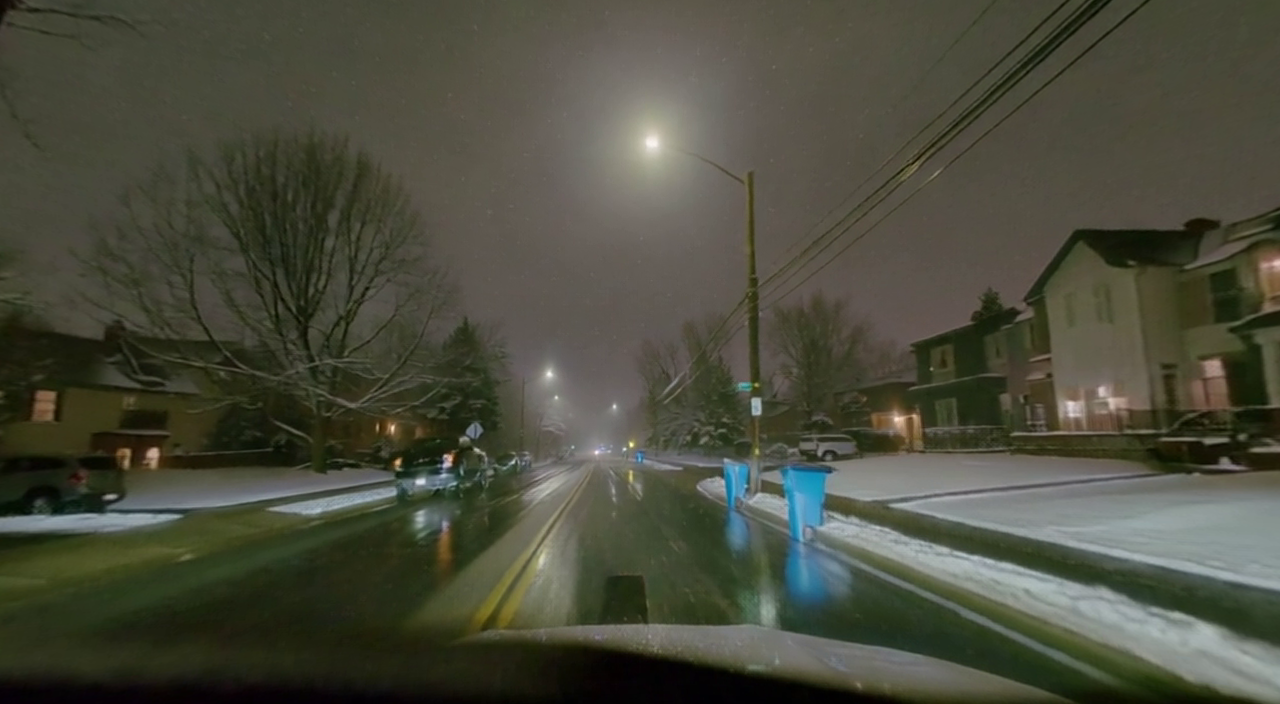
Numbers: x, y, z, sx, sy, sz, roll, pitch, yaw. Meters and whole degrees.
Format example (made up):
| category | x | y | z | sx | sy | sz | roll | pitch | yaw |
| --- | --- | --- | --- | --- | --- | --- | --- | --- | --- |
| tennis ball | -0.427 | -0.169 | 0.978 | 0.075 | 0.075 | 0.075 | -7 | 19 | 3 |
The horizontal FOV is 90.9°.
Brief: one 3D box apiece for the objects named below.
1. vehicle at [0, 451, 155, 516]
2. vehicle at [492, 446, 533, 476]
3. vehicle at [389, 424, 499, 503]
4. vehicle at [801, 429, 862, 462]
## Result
| category | x | y | z | sx | sy | sz | roll | pitch | yaw |
| --- | --- | --- | --- | --- | --- | --- | --- | --- | --- |
| vehicle | -15.617 | 3.369 | 16.182 | 4.617 | 1.491 | 1.953 | -1 | -10 | -2 |
| vehicle | -8.192 | 6.990 | 40.793 | 1.945 | 1.530 | 4.430 | -4 | -7 | -5 |
| vehicle | -7.044 | 3.971 | 23.469 | 2.223 | 2.115 | 5.707 | 5 | -4 | -1 |
| vehicle | 11.308 | 5.536 | 37.651 | 1.936 | 1.687 | 4.714 | -4 | -7 | -2 |
